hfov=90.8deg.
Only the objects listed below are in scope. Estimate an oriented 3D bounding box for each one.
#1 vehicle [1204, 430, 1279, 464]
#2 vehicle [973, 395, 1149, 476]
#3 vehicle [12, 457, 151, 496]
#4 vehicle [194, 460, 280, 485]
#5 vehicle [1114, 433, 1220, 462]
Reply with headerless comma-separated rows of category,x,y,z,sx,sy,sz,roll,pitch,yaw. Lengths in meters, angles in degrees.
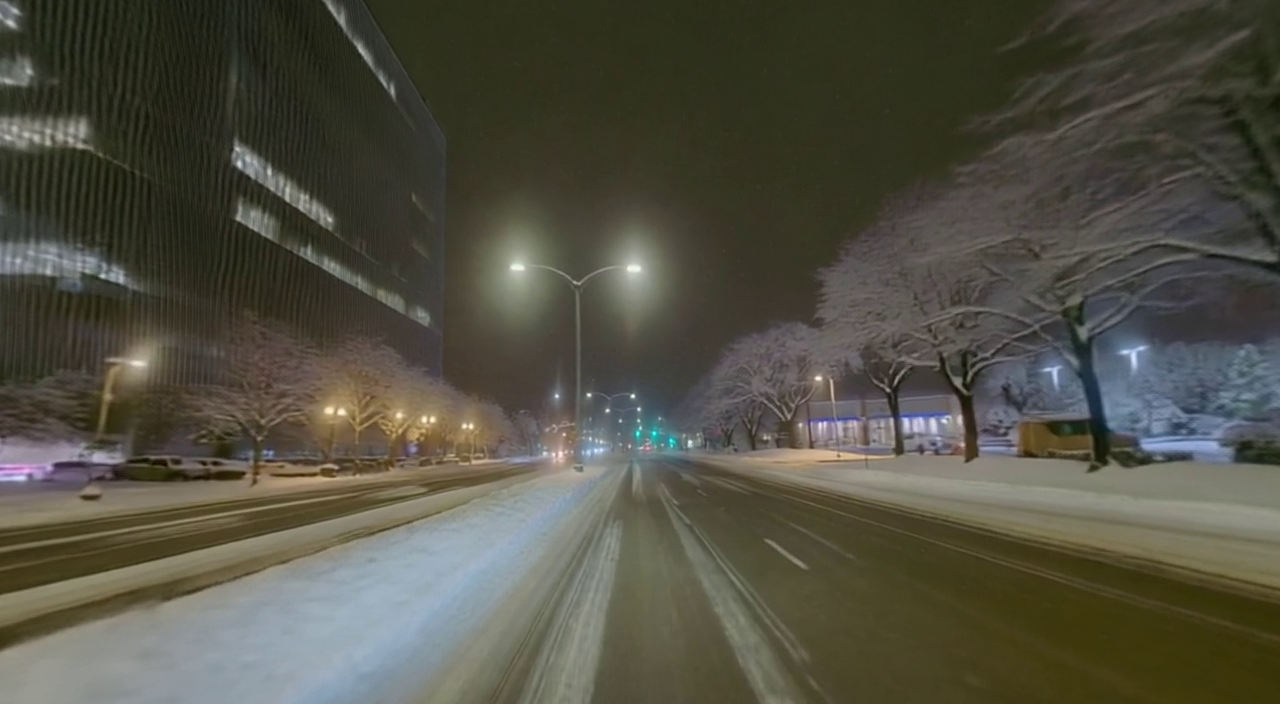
vehicle,31.780,4.858,32.363,3.891,1.708,1.847,0,-9,-1
vehicle,19.427,4.133,30.057,2.630,3.176,8.459,-2,-10,2
vehicle,-27.717,6.167,31.621,4.879,1.724,2.086,6,-10,-34
vehicle,-27.538,8.208,43.292,4.633,1.454,1.909,7,-11,-41
vehicle,31.843,5.816,38.274,4.505,1.450,2.051,-3,-10,-2
